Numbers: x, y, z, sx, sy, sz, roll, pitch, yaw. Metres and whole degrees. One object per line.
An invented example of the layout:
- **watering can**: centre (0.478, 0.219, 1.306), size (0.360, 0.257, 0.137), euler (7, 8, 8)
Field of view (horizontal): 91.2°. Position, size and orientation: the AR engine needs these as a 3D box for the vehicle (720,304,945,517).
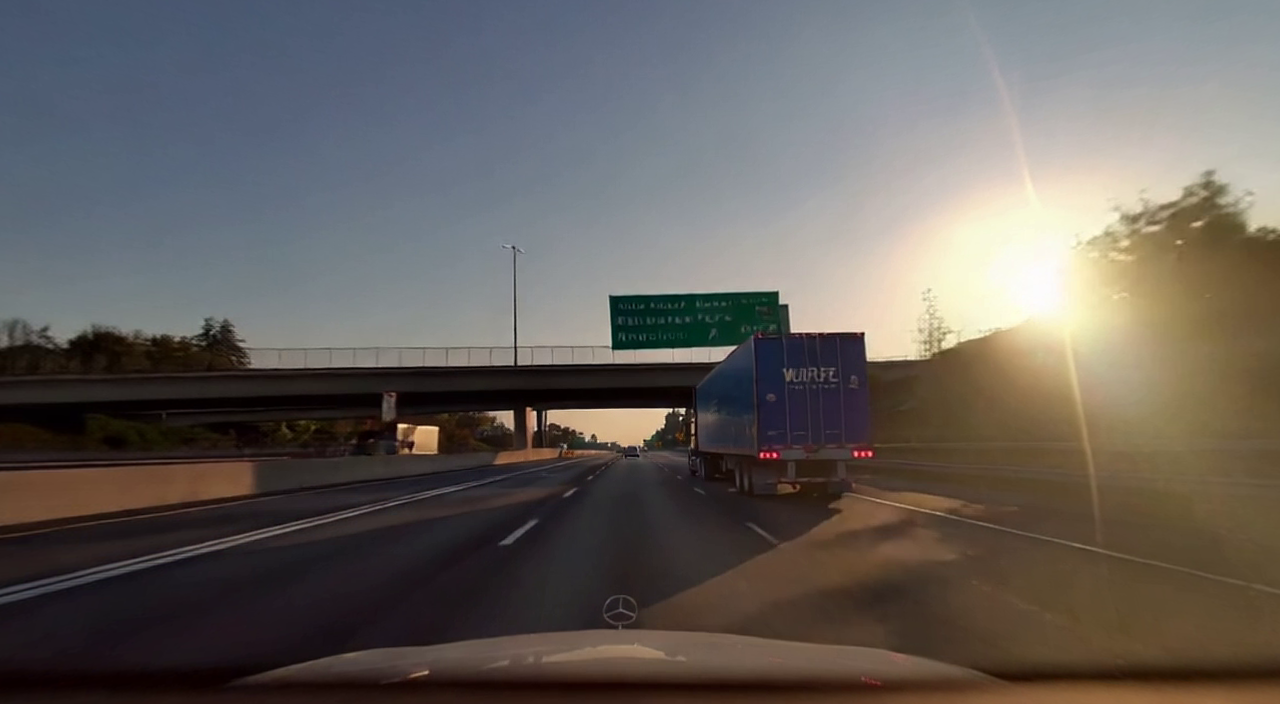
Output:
- **vehicle**: centre (4.128, 1.722, 16.091), size (2.869, 4.013, 8.610), euler (0, -9, -1)
